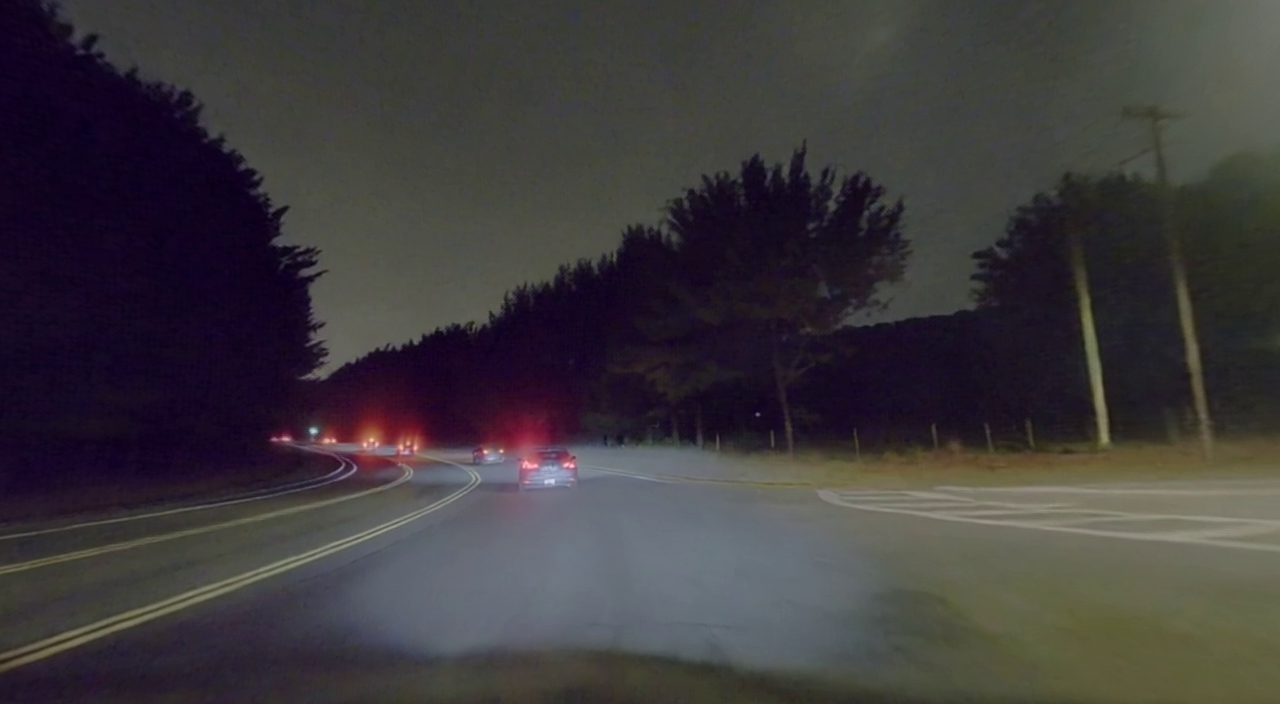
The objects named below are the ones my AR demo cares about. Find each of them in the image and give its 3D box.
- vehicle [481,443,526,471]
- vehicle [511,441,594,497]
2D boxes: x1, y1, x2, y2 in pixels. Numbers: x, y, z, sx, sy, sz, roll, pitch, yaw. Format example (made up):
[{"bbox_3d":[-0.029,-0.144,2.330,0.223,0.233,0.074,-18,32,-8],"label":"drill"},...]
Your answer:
[{"bbox_3d":[-8.157,6.185,37.309,2.080,1.530,3.719,2,-9,-20],"label":"vehicle"},{"bbox_3d":[-2.807,3.579,19.641,2.296,1.510,4.068,1,-9,-11],"label":"vehicle"}]
